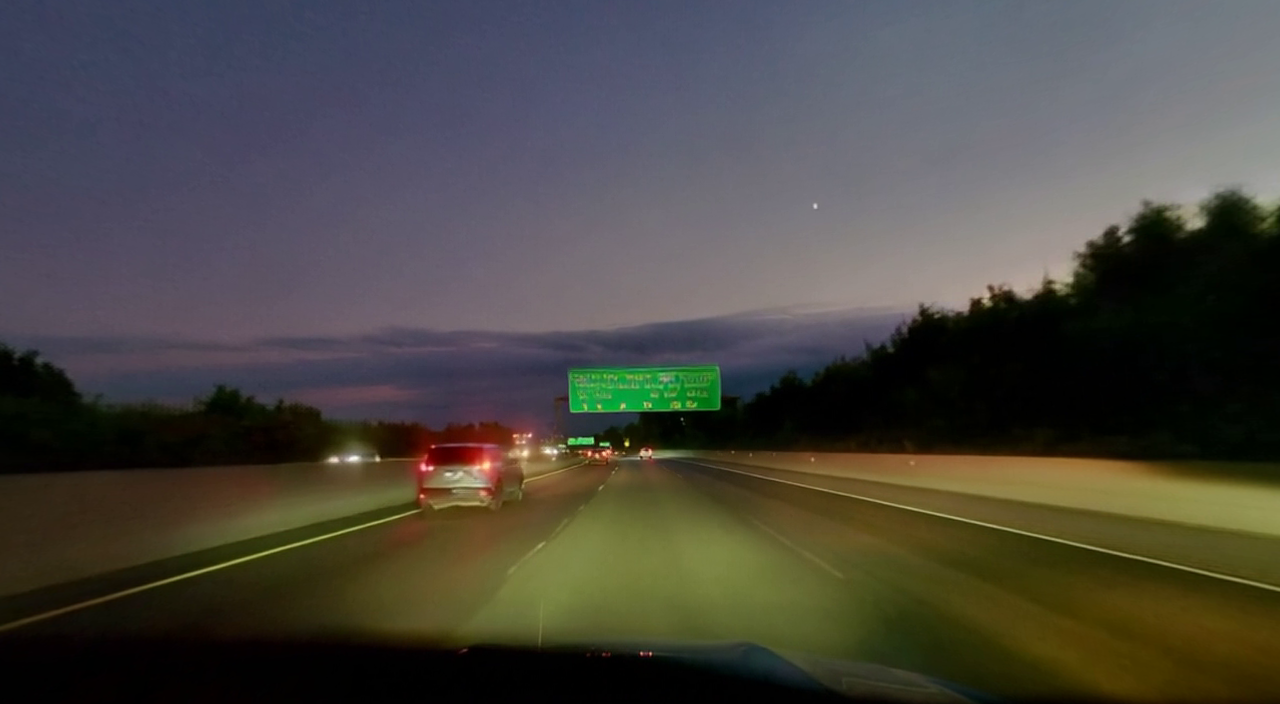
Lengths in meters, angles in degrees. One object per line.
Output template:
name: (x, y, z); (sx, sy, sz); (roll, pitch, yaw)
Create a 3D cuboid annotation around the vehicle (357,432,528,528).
vehicle: (-3.710, 2.500, 12.854); (2.028, 1.584, 4.481); (0, -9, 0)
